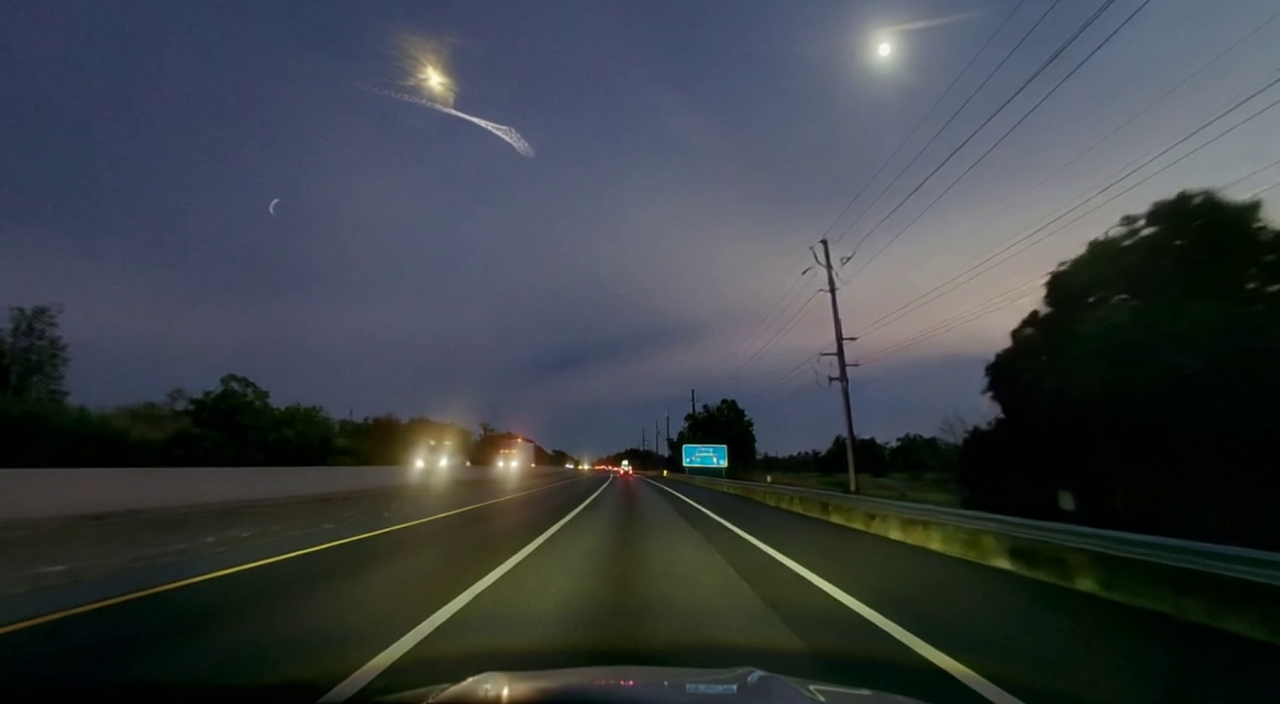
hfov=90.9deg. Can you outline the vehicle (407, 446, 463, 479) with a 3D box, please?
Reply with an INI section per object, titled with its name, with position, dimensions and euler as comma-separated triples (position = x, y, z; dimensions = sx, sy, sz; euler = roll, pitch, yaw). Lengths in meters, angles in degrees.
[vehicle]
position = -15.167, 8.289, 47.045
dimensions = 2.198, 2.227, 5.741
euler = 1, -10, 0
